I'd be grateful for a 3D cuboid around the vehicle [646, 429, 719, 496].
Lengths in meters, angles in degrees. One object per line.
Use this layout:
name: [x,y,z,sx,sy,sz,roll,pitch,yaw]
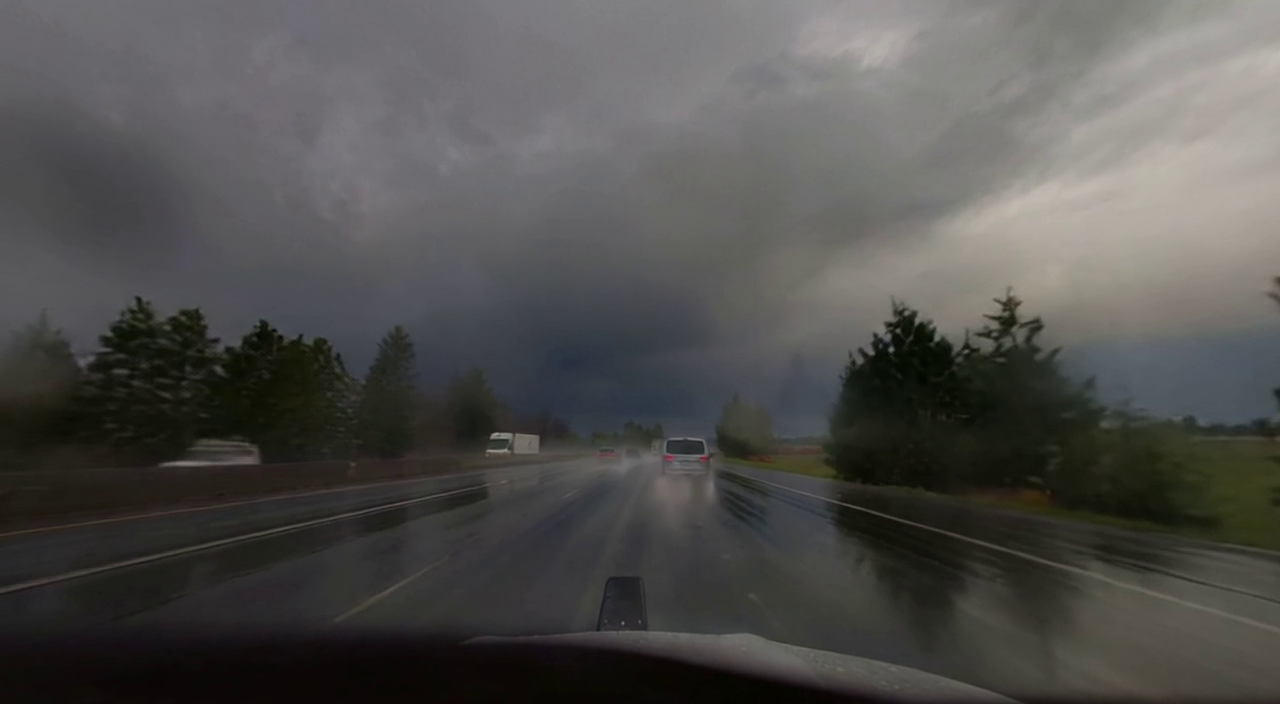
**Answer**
vehicle: [1.415,3.786,21.898,2.219,2.033,4.911,-1,-9,2]
